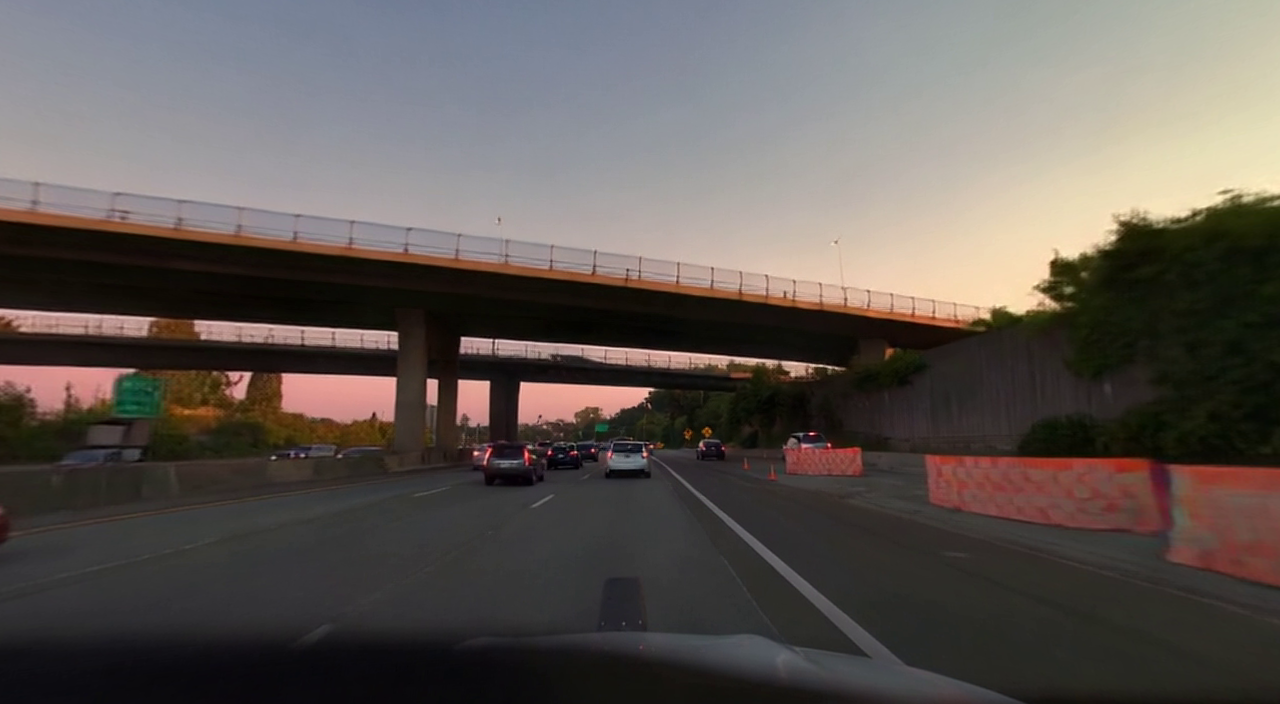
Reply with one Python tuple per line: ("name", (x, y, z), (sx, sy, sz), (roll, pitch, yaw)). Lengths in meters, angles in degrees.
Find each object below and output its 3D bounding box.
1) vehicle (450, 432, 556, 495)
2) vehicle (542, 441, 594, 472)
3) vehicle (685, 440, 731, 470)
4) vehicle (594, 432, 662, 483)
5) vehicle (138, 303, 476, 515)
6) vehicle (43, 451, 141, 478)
("vehicle", (-3.940, 3.292, 18.951), (2.124, 1.639, 4.344), (0, -8, 1))
("vehicle", (-3.685, 5.425, 33.001), (2.141, 1.455, 4.447), (0, -8, 1))
("vehicle", (3.572, 5.478, 33.816), (2.003, 1.465, 4.092), (0, -8, -1))
("vehicle", (-0.393, 3.803, 23.000), (2.270, 1.696, 4.061), (0, -8, 0))
("vehicle", (-7.457, 1.785, 16.888), (2.959, 3.886, 10.574), (-1, -8, 2))
("vehicle", (-34.214, 6.989, 39.572), (1.909, 1.546, 4.726), (0, -8, 0))
